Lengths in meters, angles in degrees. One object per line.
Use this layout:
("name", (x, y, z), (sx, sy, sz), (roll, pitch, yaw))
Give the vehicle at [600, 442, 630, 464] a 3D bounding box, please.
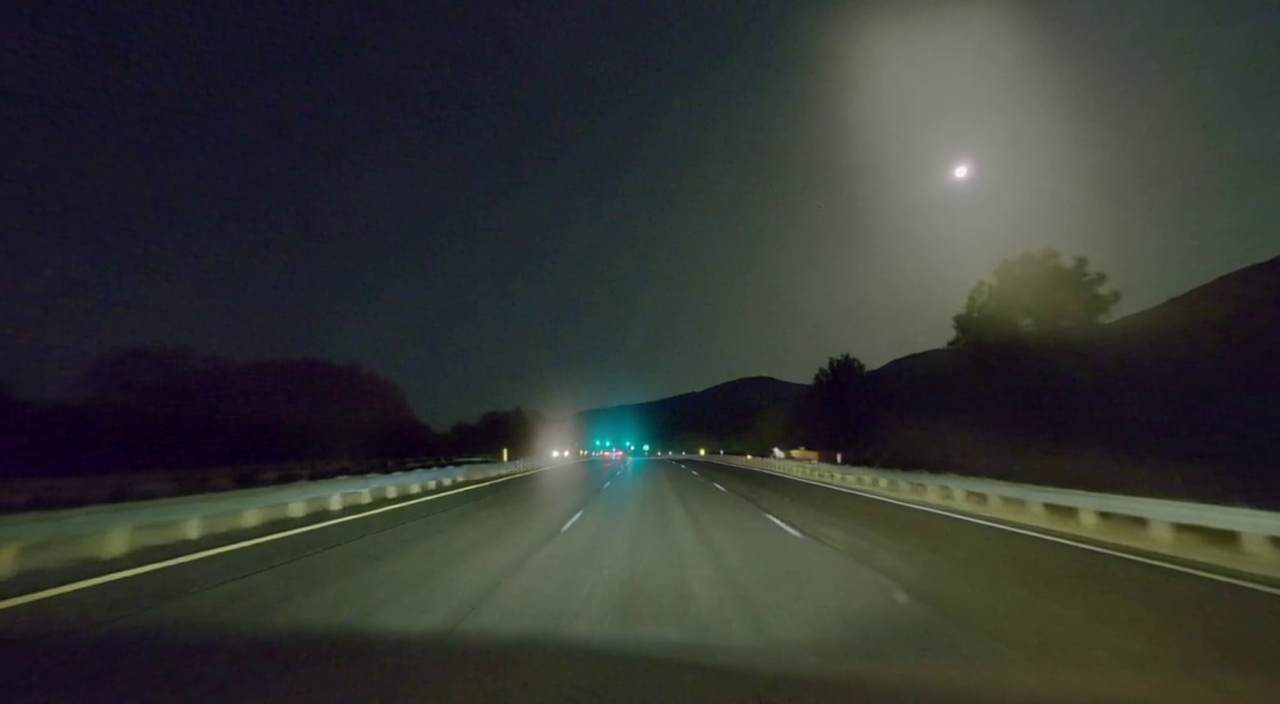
("vehicle", (-1.782, 7.359, 45.933), (2.050, 1.530, 4.144), (0, -8, 0))
